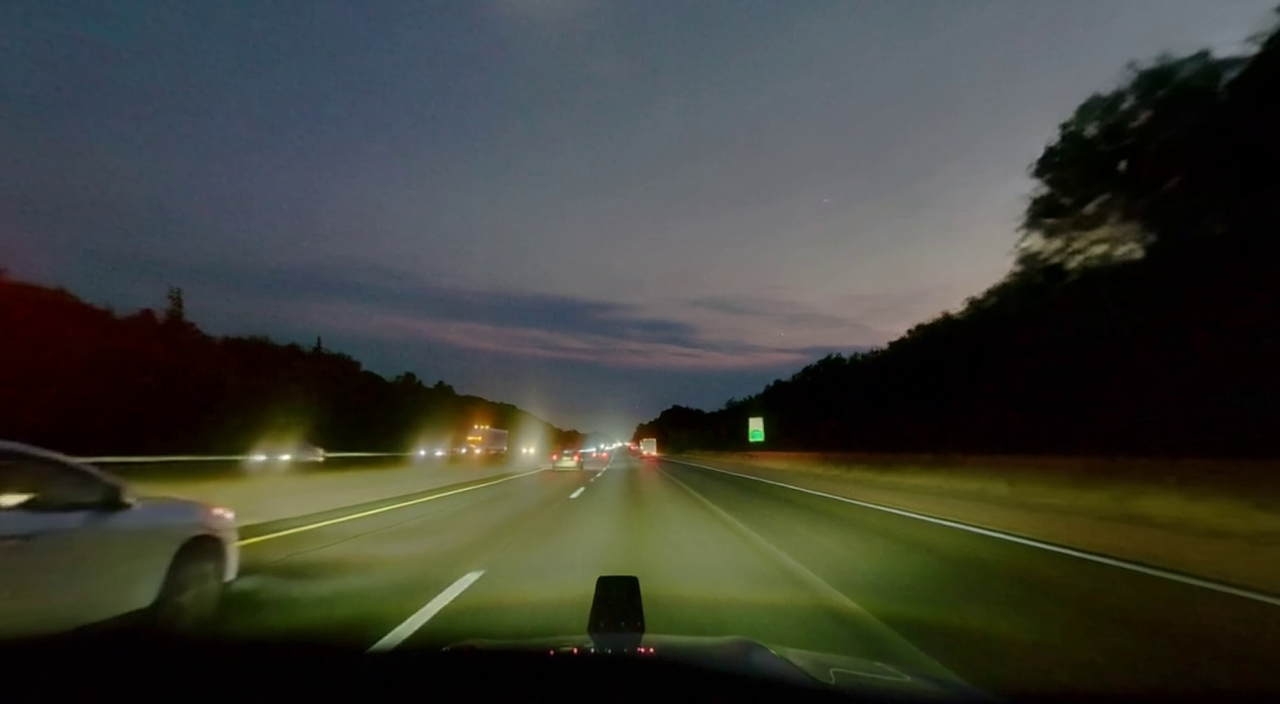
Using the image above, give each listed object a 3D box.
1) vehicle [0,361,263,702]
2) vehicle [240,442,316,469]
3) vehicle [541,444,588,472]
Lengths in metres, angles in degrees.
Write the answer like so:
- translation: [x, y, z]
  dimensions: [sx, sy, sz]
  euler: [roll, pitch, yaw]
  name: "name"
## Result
- translation: [-4.221, 0.858, 2.922]
  dimensions: [2.108, 1.666, 4.558]
  euler: [0, -9, 0]
  name: "vehicle"
- translation: [-21.206, 6.082, 37.135]
  dimensions: [1.792, 1.455, 4.561]
  euler: [0, -9, 0]
  name: "vehicle"
- translation: [-4.228, 6.022, 35.922]
  dimensions: [2.169, 1.473, 4.631]
  euler: [0, -9, -1]
  name: "vehicle"
